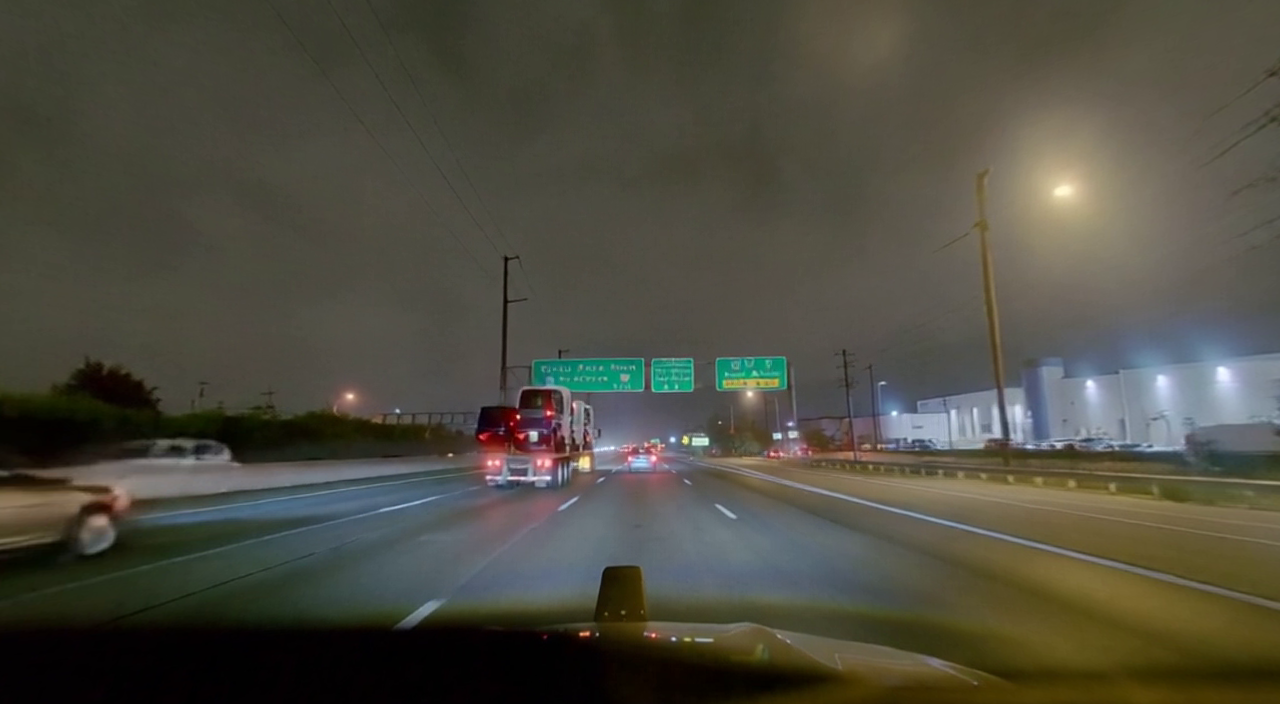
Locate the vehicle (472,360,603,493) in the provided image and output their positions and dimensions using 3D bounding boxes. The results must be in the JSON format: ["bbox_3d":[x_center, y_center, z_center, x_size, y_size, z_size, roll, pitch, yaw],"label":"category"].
[{"bbox_3d":[-3.790,3.579,28.644,2.888,4.308,16.259,0,-8,1],"label":"vehicle"}]

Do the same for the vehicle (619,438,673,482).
[{"bbox_3d":[0.258,4.899,29.010,2.279,1.837,4.747,0,-8,0],"label":"vehicle"}]
